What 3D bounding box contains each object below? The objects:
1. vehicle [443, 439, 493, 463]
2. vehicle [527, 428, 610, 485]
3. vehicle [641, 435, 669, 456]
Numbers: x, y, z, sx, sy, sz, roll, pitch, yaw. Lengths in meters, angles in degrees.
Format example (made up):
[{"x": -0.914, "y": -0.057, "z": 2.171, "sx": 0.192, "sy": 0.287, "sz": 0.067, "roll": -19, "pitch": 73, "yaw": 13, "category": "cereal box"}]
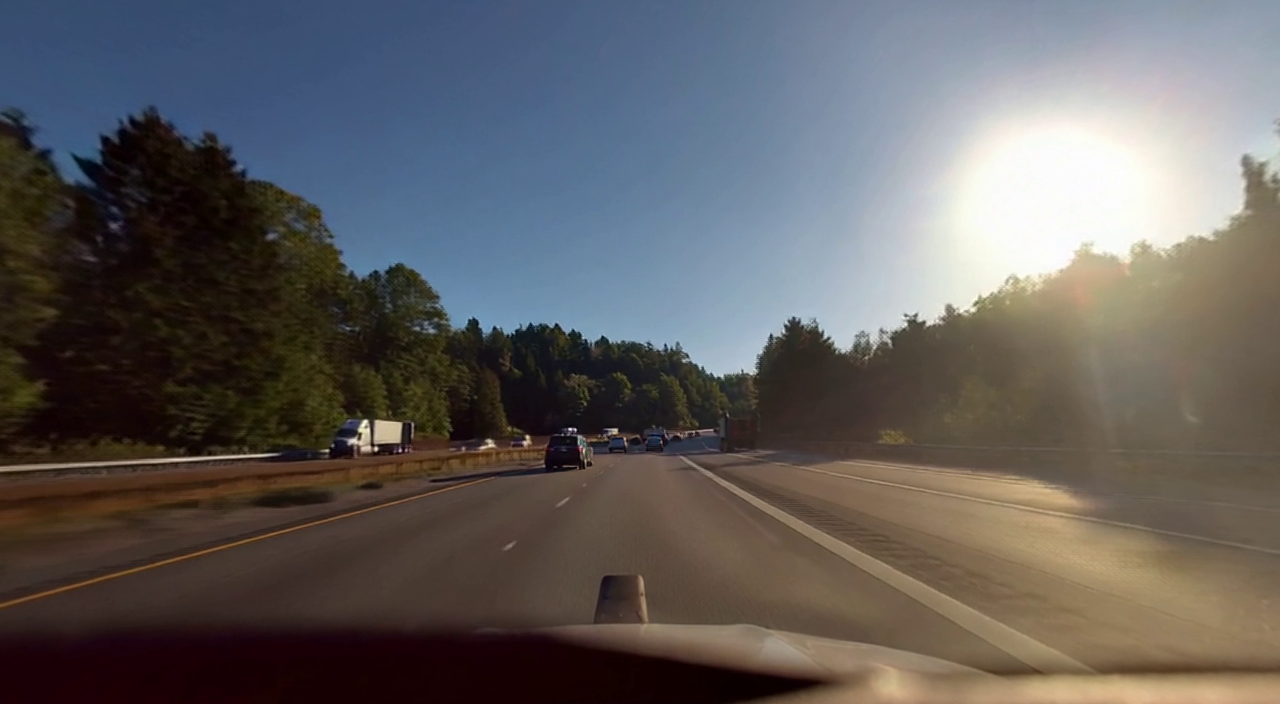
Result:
[{"x": -11.270, "y": 6.488, "z": 41.609, "sx": 1.881, "sy": 1.449, "sz": 4.521, "roll": 0, "pitch": -8, "yaw": 1, "category": "vehicle"}, {"x": -2.171, "y": 3.304, "z": 20.292, "sx": 2.137, "sy": 1.618, "sz": 4.209, "roll": 0, "pitch": -8, "yaw": 0, "category": "vehicle"}, {"x": 1.125, "y": 7.085, "z": 47.921, "sx": 2.004, "sy": 1.465, "sz": 3.842, "roll": 0, "pitch": -8, "yaw": 1, "category": "vehicle"}]
